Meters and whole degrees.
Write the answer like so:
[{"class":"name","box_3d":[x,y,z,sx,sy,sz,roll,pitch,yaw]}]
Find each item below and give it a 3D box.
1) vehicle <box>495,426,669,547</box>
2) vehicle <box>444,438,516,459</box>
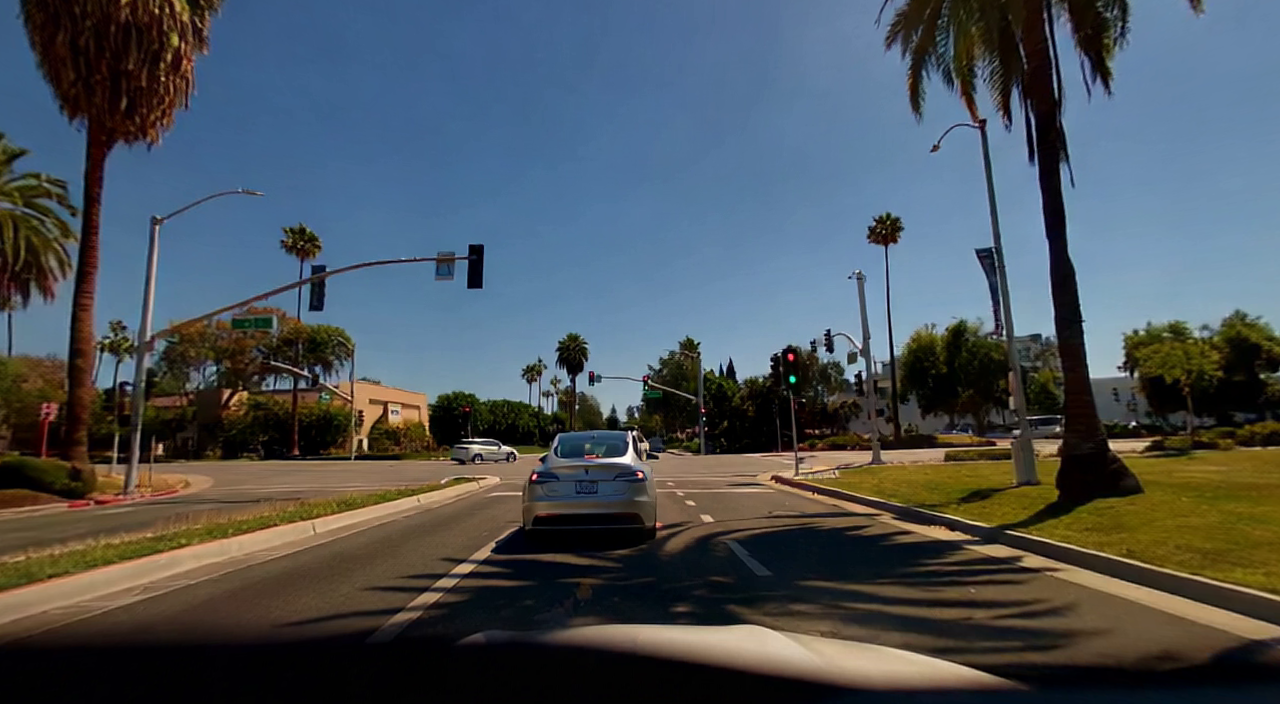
[{"class":"vehicle","box_3d":[-0.724,1.989,10.029,2.152,1.478,4.229,0,-8,0]},{"class":"vehicle","box_3d":[-11.469,6.929,45.506,4.541,1.458,1.964,7,-11,-41]}]
